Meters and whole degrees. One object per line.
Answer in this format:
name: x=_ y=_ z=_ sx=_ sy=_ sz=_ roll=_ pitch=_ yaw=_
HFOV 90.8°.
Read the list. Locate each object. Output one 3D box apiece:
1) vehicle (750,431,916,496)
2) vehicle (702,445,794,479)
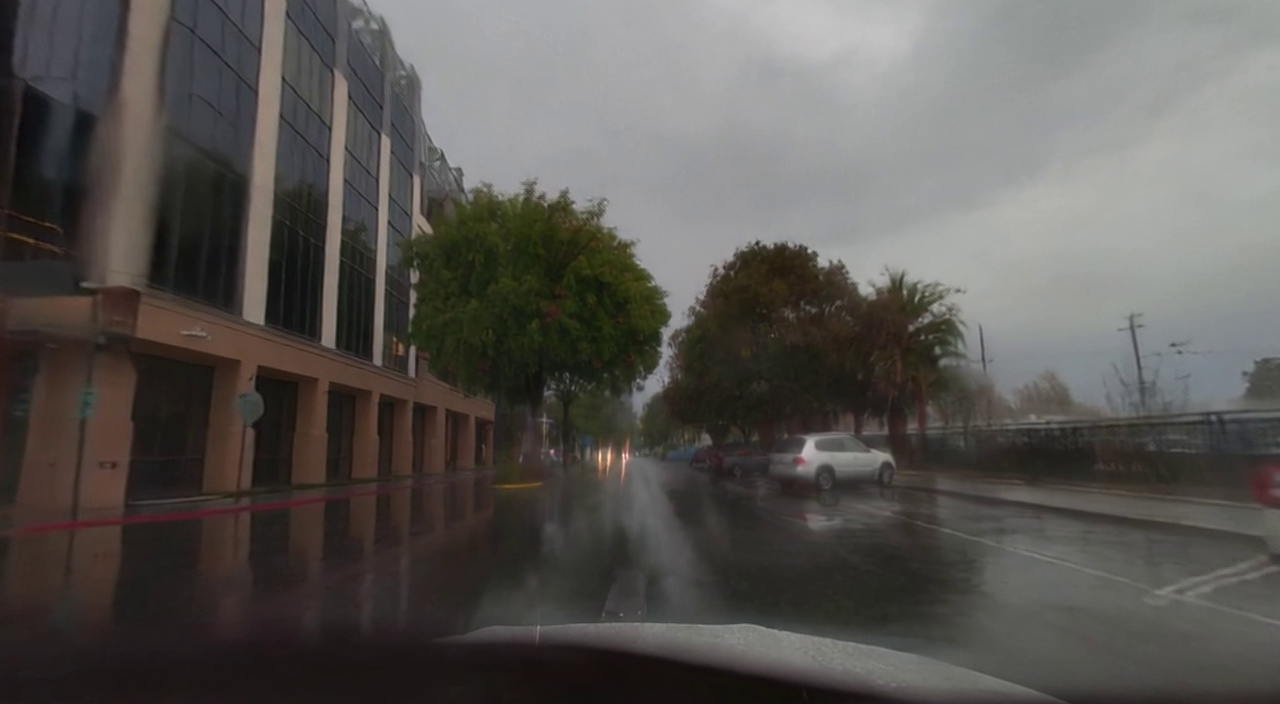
vehicle: x=6.435 y=3.614 z=20.993 sx=5.061 sy=1.829 sz=2.274 roll=3 pitch=-9 yaw=-29
vehicle: x=5.054 y=5.098 z=29.481 sx=3.752 sy=1.494 sz=2.083 roll=6 pitch=-10 yaw=-30
